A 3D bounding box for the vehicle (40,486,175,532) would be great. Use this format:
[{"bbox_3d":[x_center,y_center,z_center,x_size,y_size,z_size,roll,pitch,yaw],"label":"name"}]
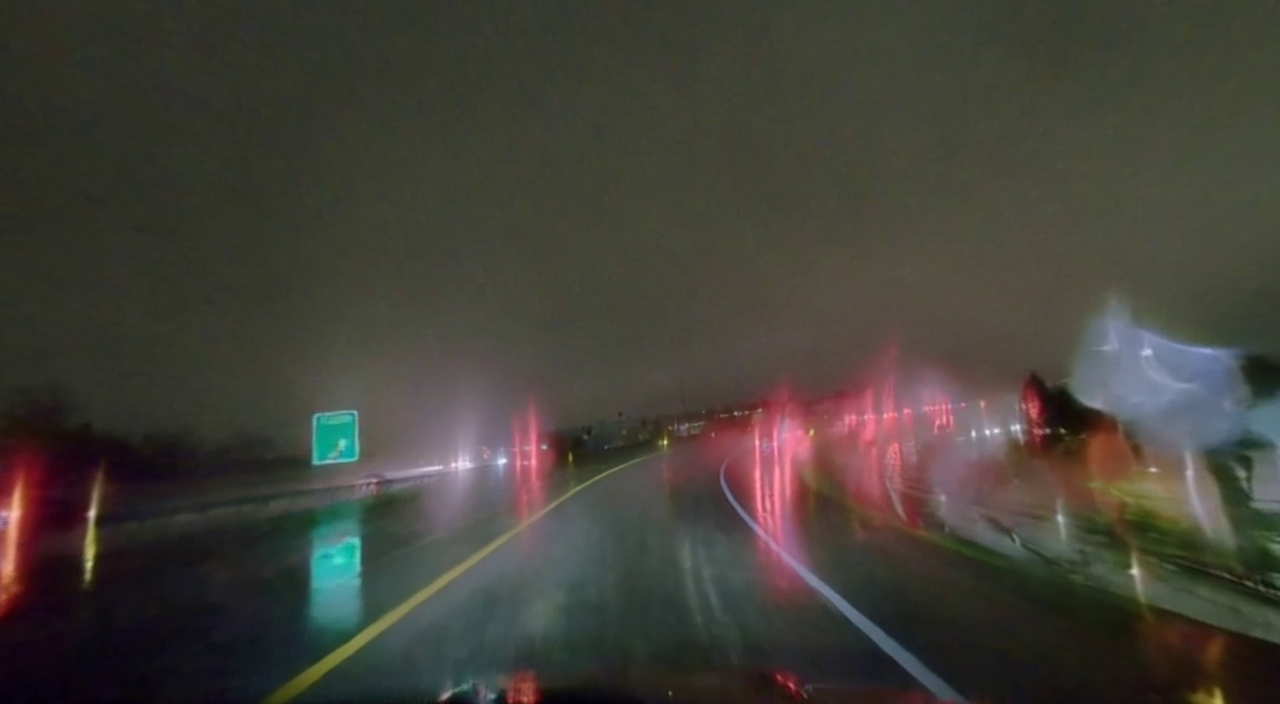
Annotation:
[{"bbox_3d":[-22.809,6.703,27.281,2.045,1.513,4.795,0,-9,-6],"label":"vehicle"}]
